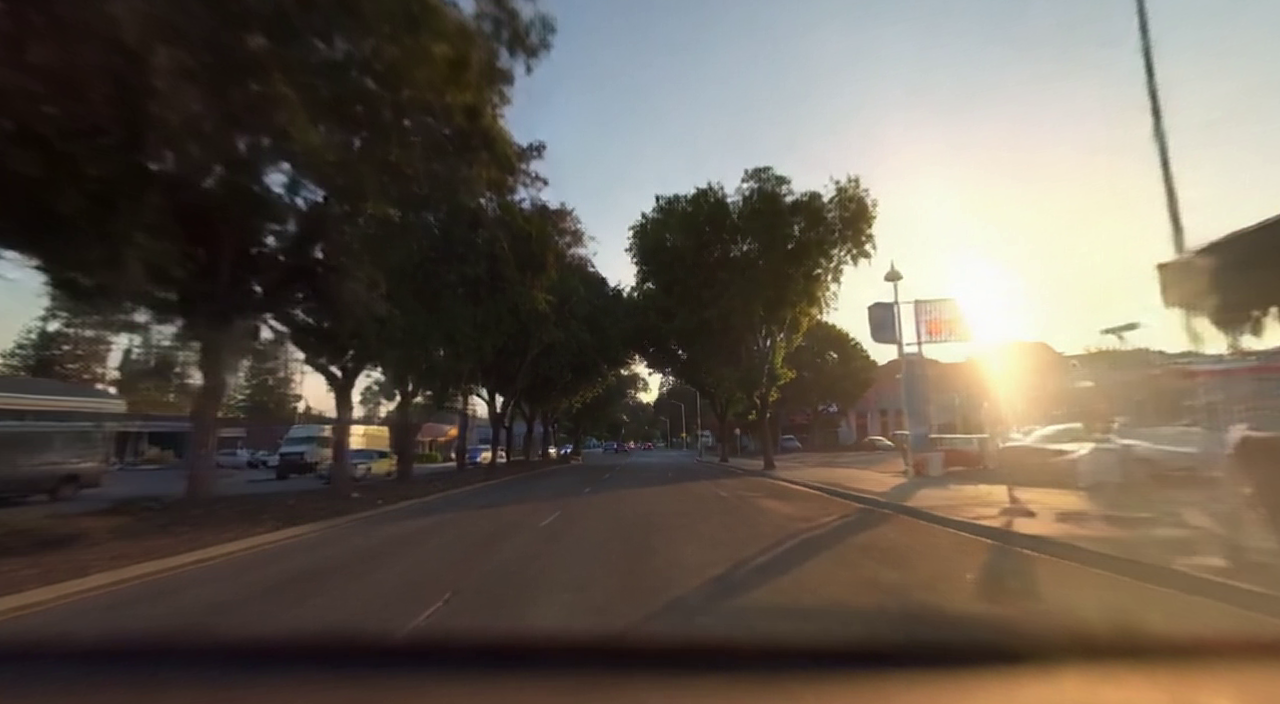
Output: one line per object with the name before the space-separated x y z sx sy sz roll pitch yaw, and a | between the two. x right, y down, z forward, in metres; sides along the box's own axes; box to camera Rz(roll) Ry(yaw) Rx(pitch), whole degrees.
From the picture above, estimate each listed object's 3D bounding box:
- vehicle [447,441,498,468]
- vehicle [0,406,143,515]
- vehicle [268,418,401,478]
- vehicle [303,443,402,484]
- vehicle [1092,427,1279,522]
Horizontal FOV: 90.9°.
vehicle | -11.033 6.767 41.874 2.078 1.656 4.624 0 -9 1
vehicle | -18.993 3.157 18.401 2.837 2.953 7.214 0 -9 2
vehicle | -18.849 6.093 40.024 2.958 3.304 10.523 0 -9 1
vehicle | -11.416 4.453 25.433 1.860 1.495 4.409 0 -9 1
vehicle | 11.345 2.190 11.748 4.274 1.487 1.918 -2 -8 1
